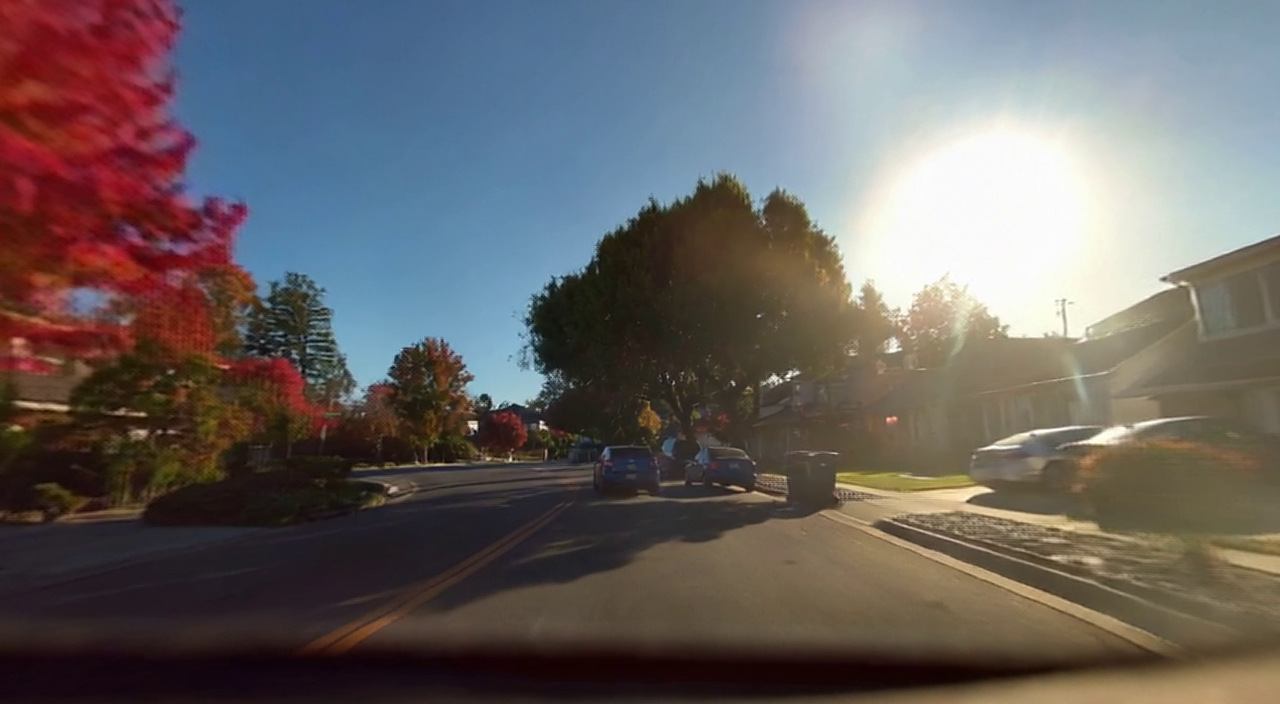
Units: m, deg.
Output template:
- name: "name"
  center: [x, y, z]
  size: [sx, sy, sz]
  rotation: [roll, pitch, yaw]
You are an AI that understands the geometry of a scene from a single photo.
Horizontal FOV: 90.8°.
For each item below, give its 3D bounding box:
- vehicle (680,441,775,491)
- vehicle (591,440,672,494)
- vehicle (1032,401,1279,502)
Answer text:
- name: "vehicle"
  center: [2.747, 3.746, 21.107]
  size: [2.089, 1.462, 4.529]
  rotation: [1, -9, -6]
- name: "vehicle"
  center: [-0.396, 3.490, 19.626]
  size: [2.192, 1.474, 4.192]
  rotation: [1, -9, -5]
- name: "vehicle"
  center: [10.530, 1.856, 12.269]
  size: [4.524, 1.587, 2.064]
  rotation: [-2, -8, -8]
